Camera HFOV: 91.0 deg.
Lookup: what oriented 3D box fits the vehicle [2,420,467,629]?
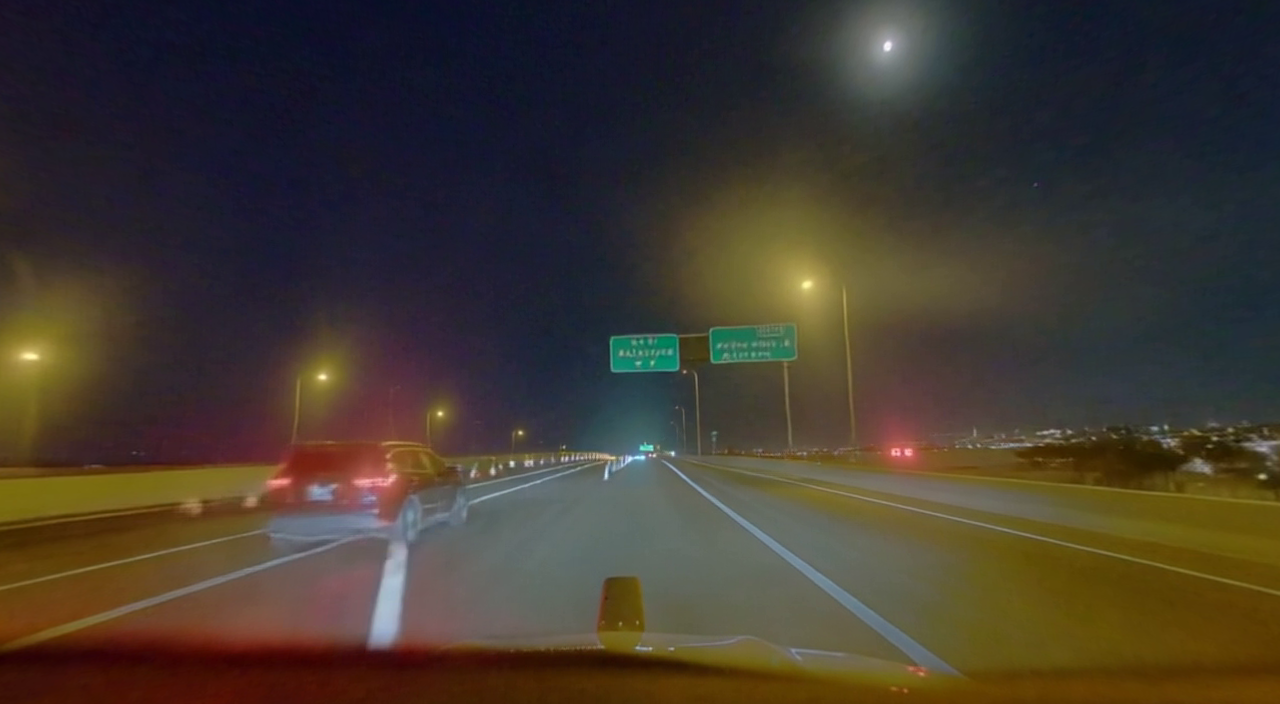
[{"bbox_3d":[-3.785,1.696,7.354,2.069,1.560,5.018,0,-9,0],"label":"vehicle"}]
